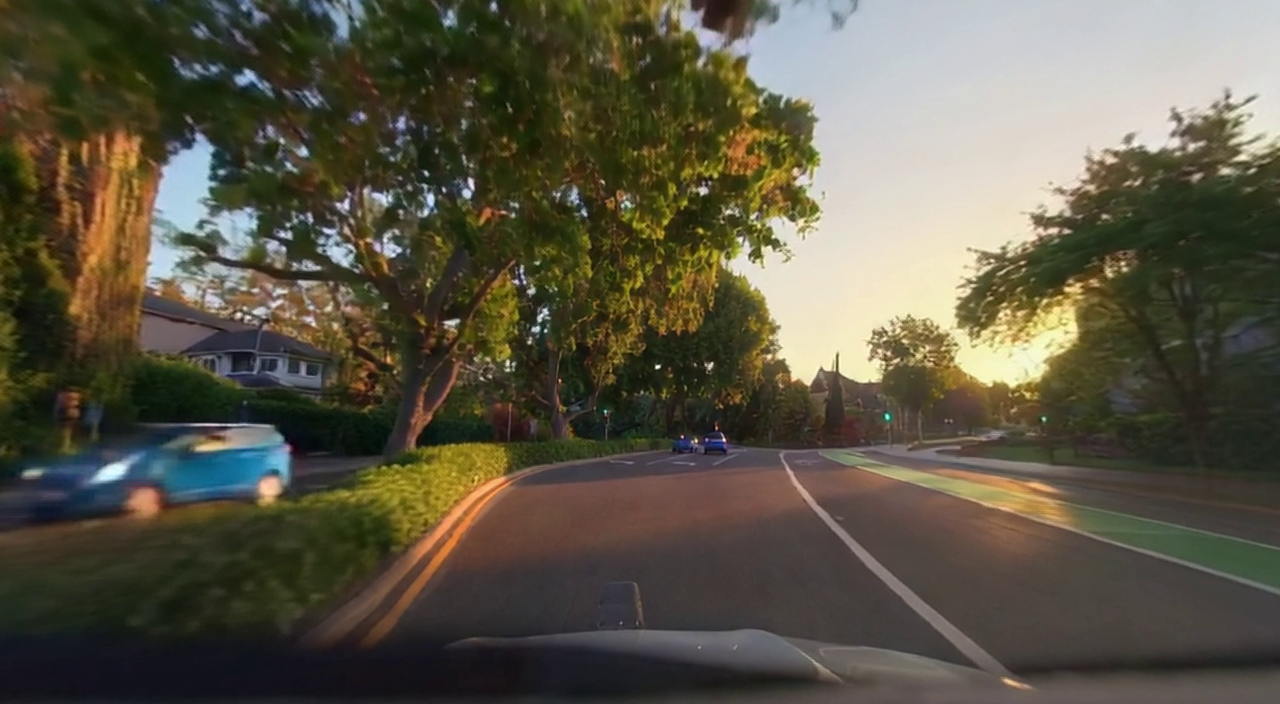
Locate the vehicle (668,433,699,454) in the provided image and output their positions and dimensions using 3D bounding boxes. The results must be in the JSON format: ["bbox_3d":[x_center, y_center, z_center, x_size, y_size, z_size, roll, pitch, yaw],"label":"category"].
[{"bbox_3d":[3.431,7.178,49.356,1.923,1.498,3.887,-2,-9,12],"label":"vehicle"}]

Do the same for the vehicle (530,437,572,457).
[{"bbox_3d":[-6.774,7.357,48.822,1.947,1.486,4.862,-1,-9,7],"label":"vehicle"}]

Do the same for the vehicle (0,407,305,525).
[{"bbox_3d":[-9.159,2.168,12.385,2.182,1.843,4.604,-1,-9,7],"label":"vehicle"}]

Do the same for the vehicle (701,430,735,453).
[{"bbox_3d":[6.162,7.050,49.389,2.286,1.701,4.395,-2,-9,12],"label":"vehicle"}]
